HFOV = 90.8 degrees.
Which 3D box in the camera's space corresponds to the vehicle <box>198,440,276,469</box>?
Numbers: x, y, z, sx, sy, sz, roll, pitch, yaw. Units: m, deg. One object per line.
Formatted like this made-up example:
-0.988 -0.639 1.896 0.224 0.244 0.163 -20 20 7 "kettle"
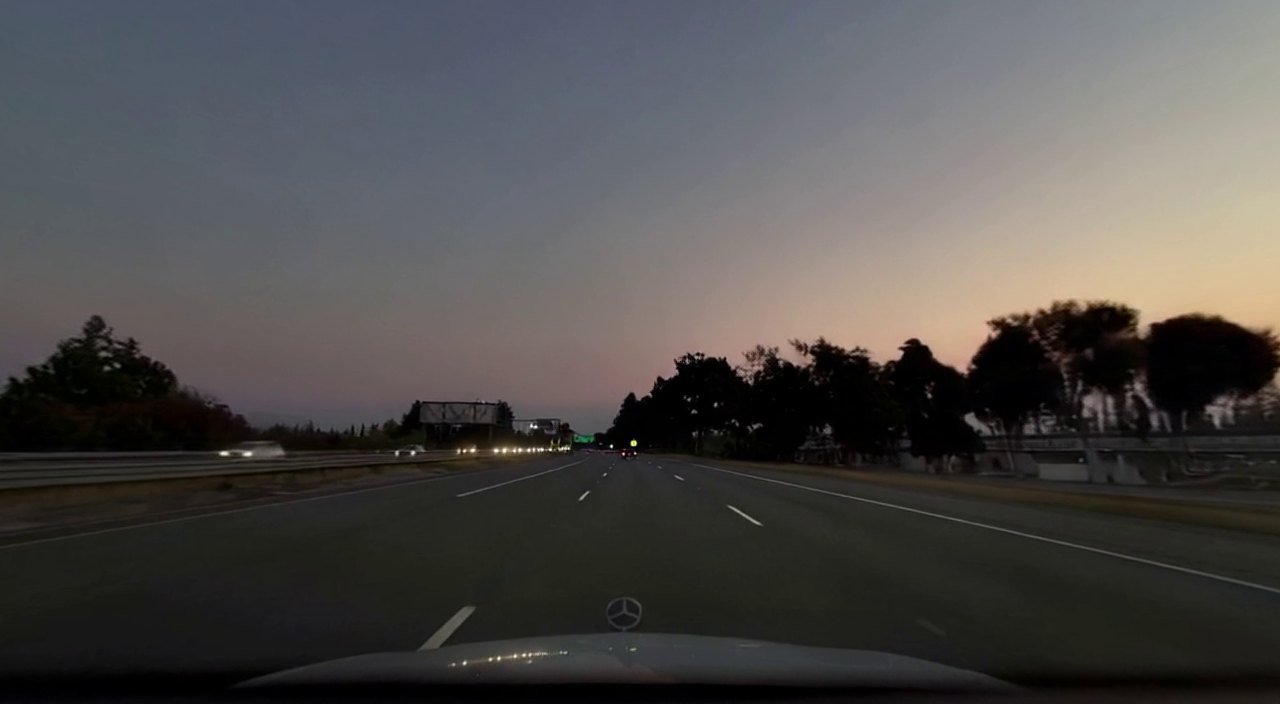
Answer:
-20.775 5.307 32.717 1.655 1.398 3.546 0 -9 0 "vehicle"
